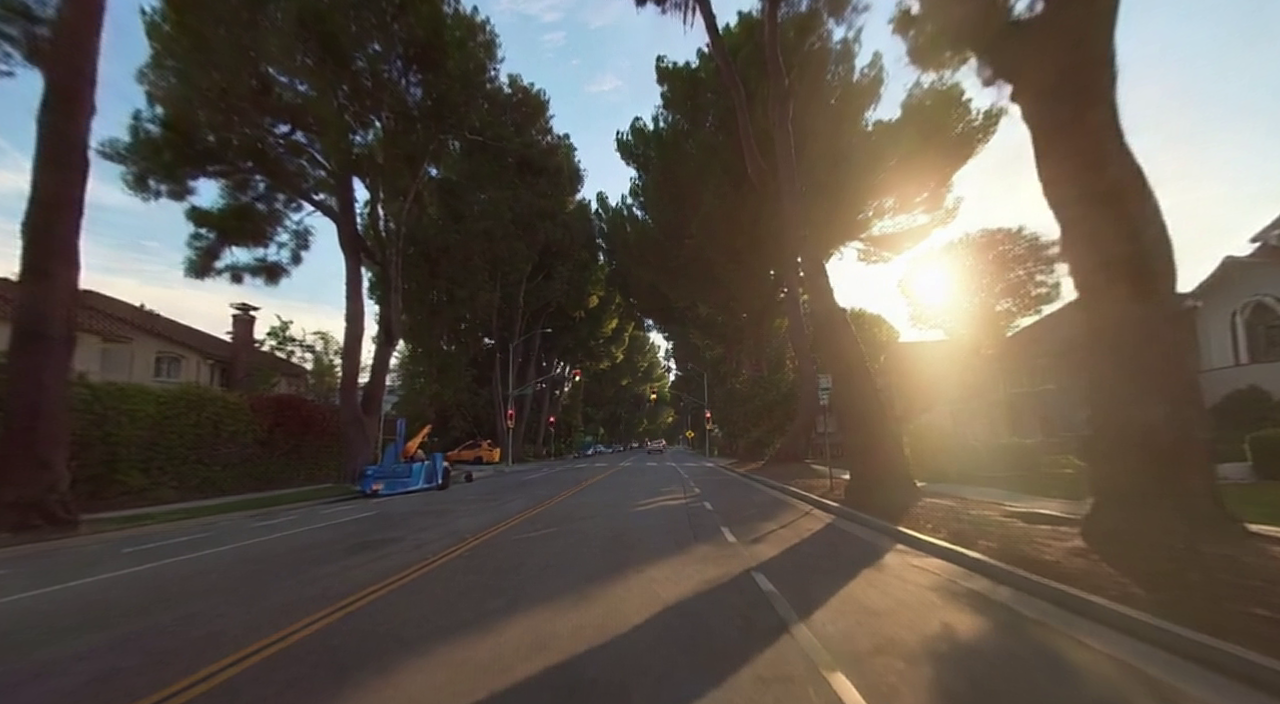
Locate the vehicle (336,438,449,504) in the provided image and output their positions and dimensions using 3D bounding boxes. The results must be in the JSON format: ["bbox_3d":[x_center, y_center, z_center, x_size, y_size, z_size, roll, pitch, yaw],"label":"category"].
[{"bbox_3d":[-8.355,4.005,21.788,1.998,1.814,4.559,-4,-7,1],"label":"vehicle"}]
